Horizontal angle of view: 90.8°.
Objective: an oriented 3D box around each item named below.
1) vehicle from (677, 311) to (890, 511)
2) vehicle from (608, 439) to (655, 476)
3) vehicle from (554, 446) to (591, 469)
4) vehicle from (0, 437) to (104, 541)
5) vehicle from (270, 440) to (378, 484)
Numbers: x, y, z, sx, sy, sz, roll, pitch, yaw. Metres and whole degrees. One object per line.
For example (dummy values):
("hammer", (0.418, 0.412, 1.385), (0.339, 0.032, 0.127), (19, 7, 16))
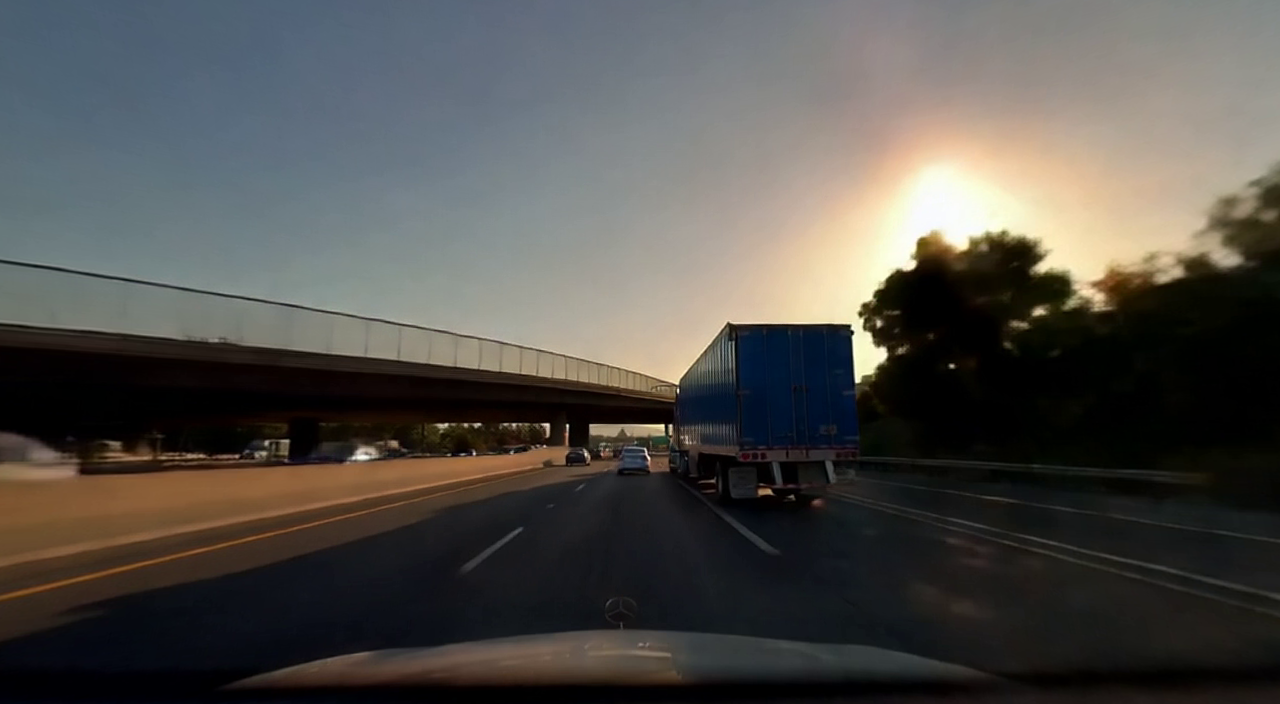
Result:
("vehicle", (3.387, 2.385, 20.982), (2.996, 4.123, 15.965), (0, -9, -1))
("vehicle", (-0.385, 5.235, 31.542), (2.191, 1.685, 4.015), (0, -9, 0))
("vehicle", (-4.467, 7.050, 42.444), (1.995, 1.491, 4.317), (0, -9, 0))
("vehicle", (-10.180, 1.885, 8.546), (2.009, 1.472, 4.305), (0, -9, 1))
("vehicle", (-14.186, 4.945, 28.797), (2.094, 1.806, 5.307), (0, -9, 1))
